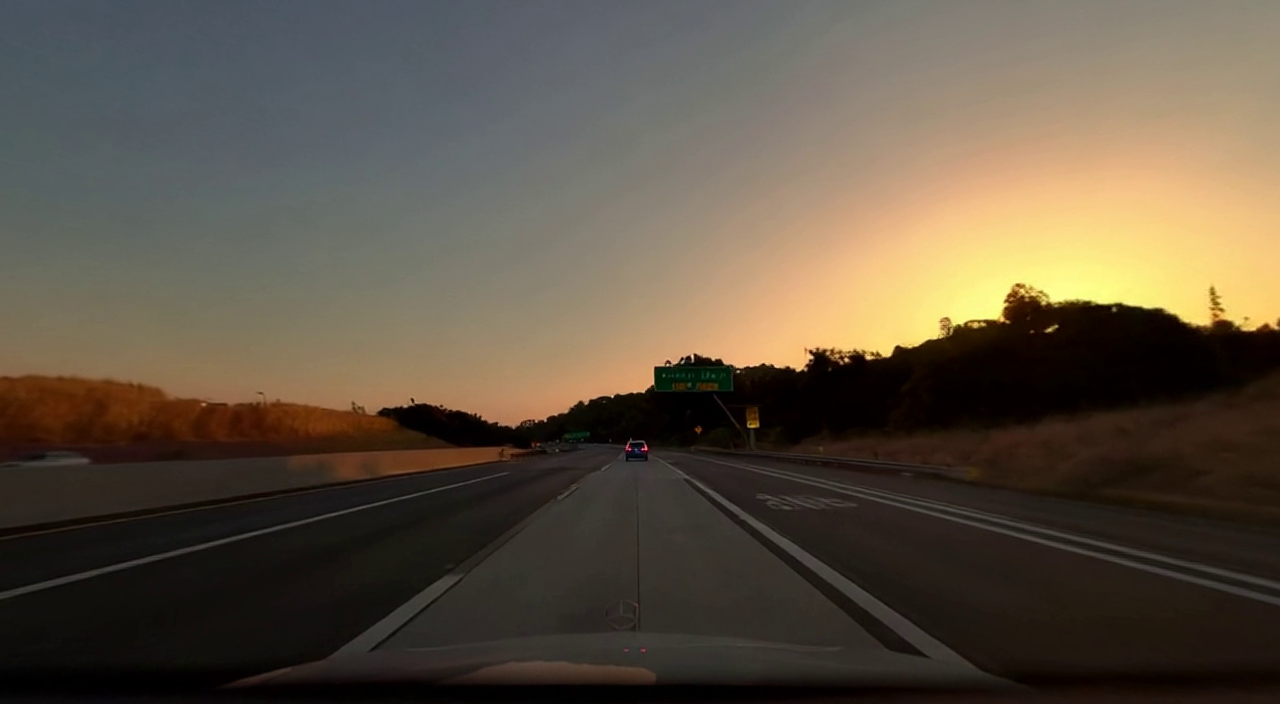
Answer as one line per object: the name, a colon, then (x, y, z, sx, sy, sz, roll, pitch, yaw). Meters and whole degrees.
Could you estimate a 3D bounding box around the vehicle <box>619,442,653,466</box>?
vehicle: (-0.265, 6.615, 41.031, 2.080, 1.468, 3.884, 0, -8, -1)

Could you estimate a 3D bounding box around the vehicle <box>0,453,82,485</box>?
vehicle: (-32.437, 6.130, 33.334, 1.771, 1.470, 4.664, 0, -8, -1)
